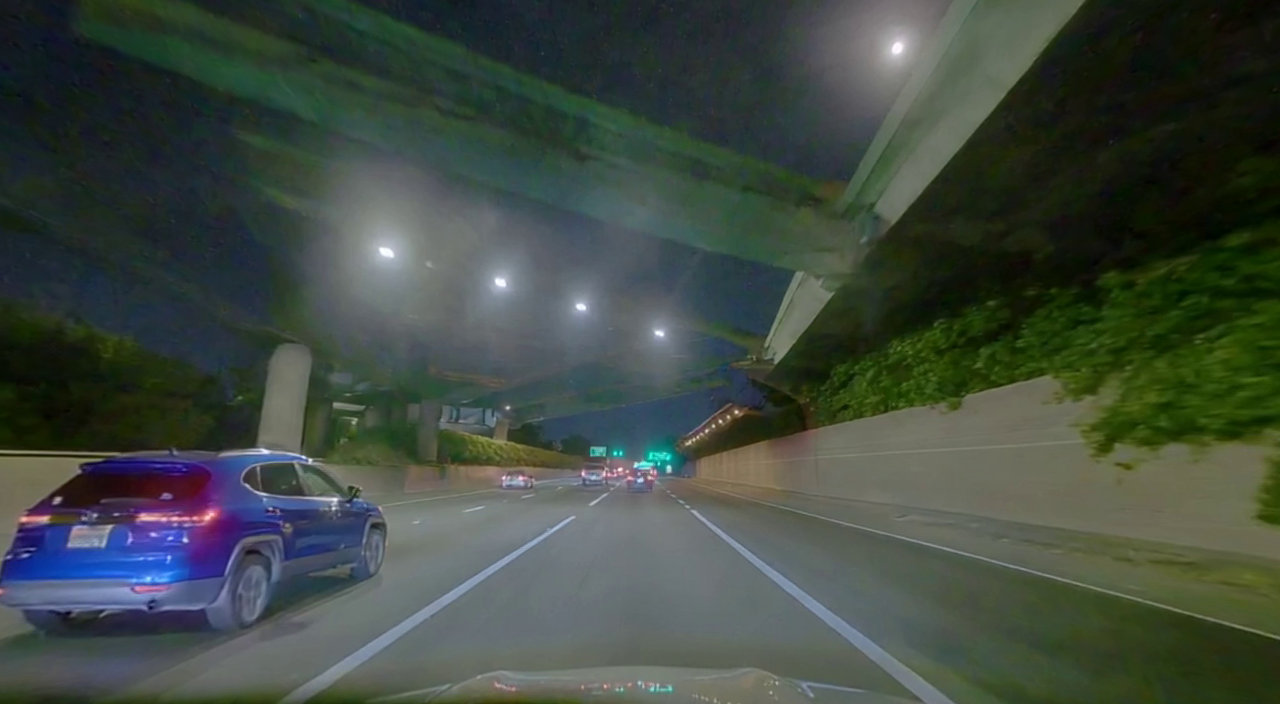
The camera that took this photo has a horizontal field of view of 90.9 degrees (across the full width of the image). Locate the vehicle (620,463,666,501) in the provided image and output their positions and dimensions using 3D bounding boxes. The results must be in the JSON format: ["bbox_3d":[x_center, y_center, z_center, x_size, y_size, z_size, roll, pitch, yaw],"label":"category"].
[{"bbox_3d":[0.133,6.095,29.708,1.992,1.601,3.762,1,-11,0],"label":"vehicle"}]

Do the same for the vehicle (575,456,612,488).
[{"bbox_3d":[-3.574,9.333,49.051,2.400,2.264,4.778,1,-11,1],"label":"vehicle"}]

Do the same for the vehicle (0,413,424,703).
[{"bbox_3d":[-3.765,1.478,5.354,2.102,1.521,4.687,1,-11,1],"label":"vehicle"}]

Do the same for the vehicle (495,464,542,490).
[{"bbox_3d":[-7.511,7.803,39.451,1.996,1.512,4.712,1,-11,0],"label":"vehicle"}]
